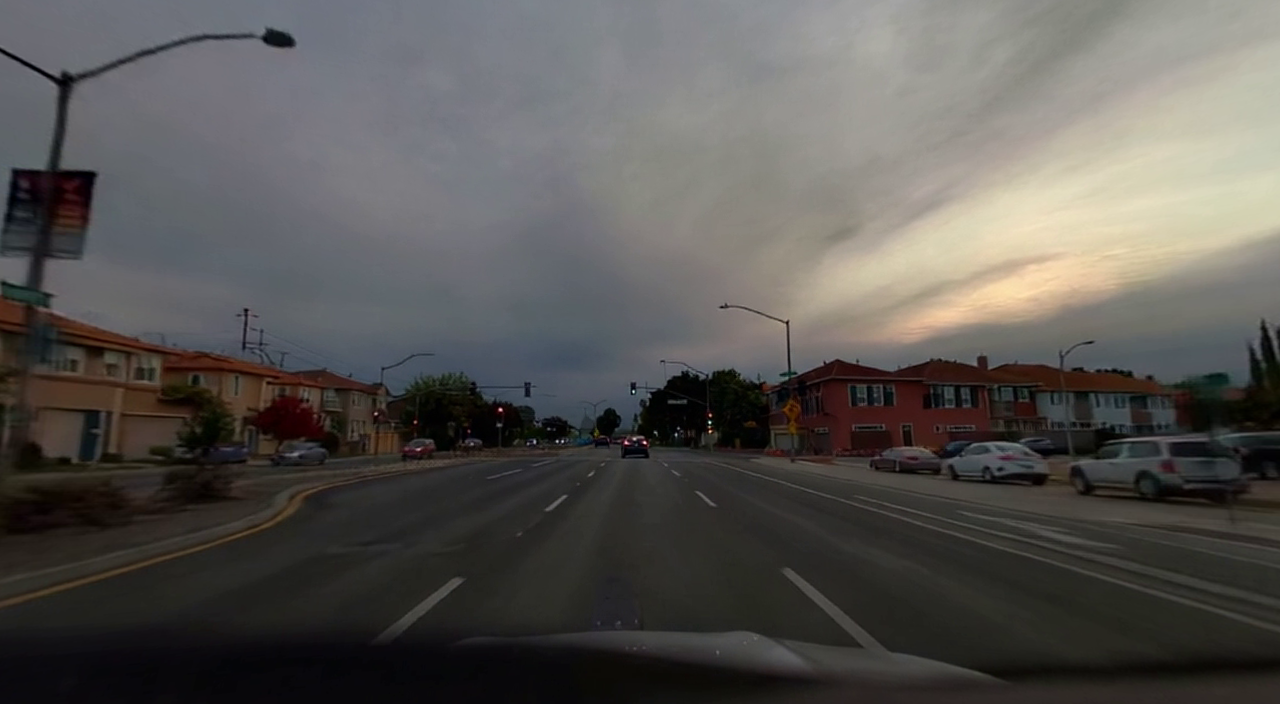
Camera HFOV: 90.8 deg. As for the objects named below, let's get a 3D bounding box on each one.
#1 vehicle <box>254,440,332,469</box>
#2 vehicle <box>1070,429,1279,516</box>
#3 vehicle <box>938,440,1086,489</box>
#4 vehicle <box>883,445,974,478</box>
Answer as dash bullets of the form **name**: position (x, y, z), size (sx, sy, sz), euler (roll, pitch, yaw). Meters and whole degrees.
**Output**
- **vehicle**: position (-19.414, 5.732, 35.589), size (1.918, 1.472, 4.360), euler (0, -8, 0)
- **vehicle**: position (12.658, 2.727, 14.856), size (1.976, 1.706, 4.354), euler (0, -8, 0)
- **vehicle**: position (12.502, 3.781, 21.716), size (2.128, 1.467, 4.987), euler (0, -8, 1)
- **vehicle**: position (12.669, 4.799, 28.088), size (1.903, 1.330, 4.470), euler (0, -8, -1)
